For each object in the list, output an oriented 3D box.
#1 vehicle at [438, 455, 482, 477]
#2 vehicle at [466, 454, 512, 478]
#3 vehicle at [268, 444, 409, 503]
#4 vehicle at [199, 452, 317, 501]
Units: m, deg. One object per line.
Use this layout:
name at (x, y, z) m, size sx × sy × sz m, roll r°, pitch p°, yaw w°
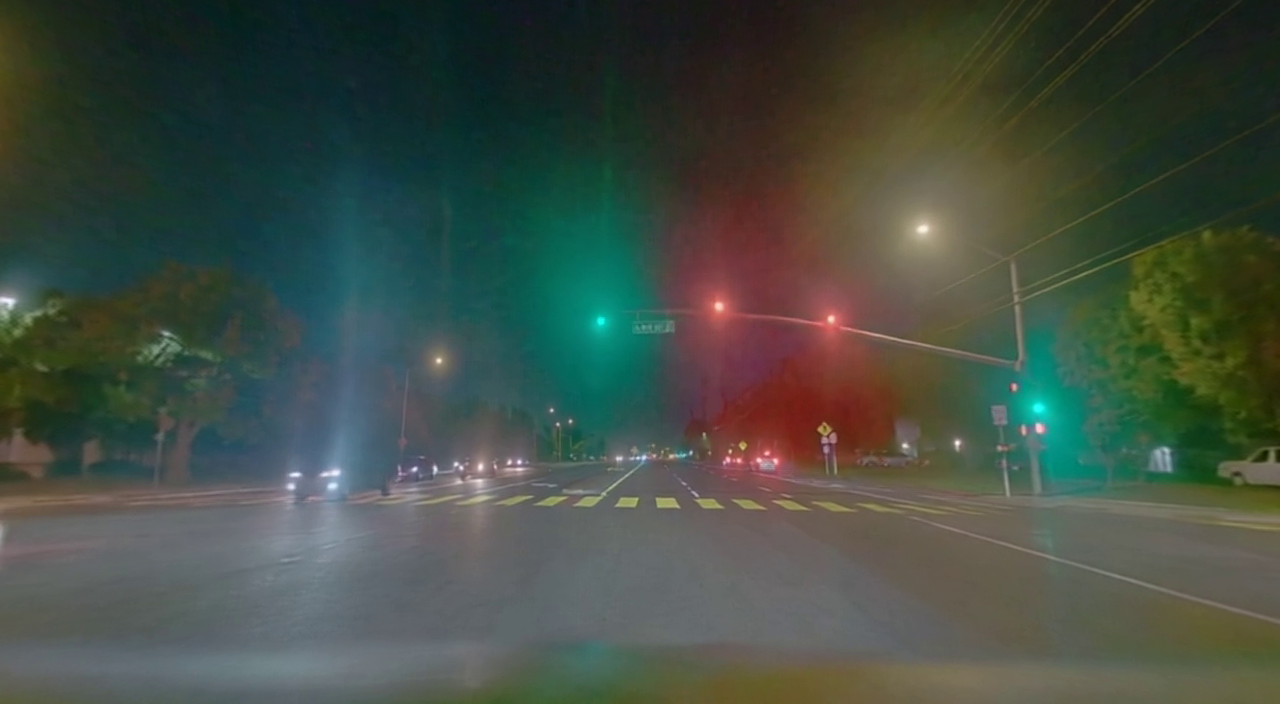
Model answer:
vehicle at (-13.556, 8.610, 47.707) m, size 1.902 × 1.470 × 4.678 m, roll 0°, pitch -8°, yaw 1°
vehicle at (-10.014, 7.571, 42.141) m, size 1.899 × 1.464 × 4.418 m, roll 0°, pitch -8°, yaw 2°
vehicle at (-10.575, 4.254, 22.734) m, size 2.249 × 1.825 × 5.378 m, roll 0°, pitch -8°, yaw 2°
vehicle at (-14.033, 4.564, 23.442) m, size 1.783 × 1.592 × 3.978 m, roll 0°, pitch -8°, yaw 1°
